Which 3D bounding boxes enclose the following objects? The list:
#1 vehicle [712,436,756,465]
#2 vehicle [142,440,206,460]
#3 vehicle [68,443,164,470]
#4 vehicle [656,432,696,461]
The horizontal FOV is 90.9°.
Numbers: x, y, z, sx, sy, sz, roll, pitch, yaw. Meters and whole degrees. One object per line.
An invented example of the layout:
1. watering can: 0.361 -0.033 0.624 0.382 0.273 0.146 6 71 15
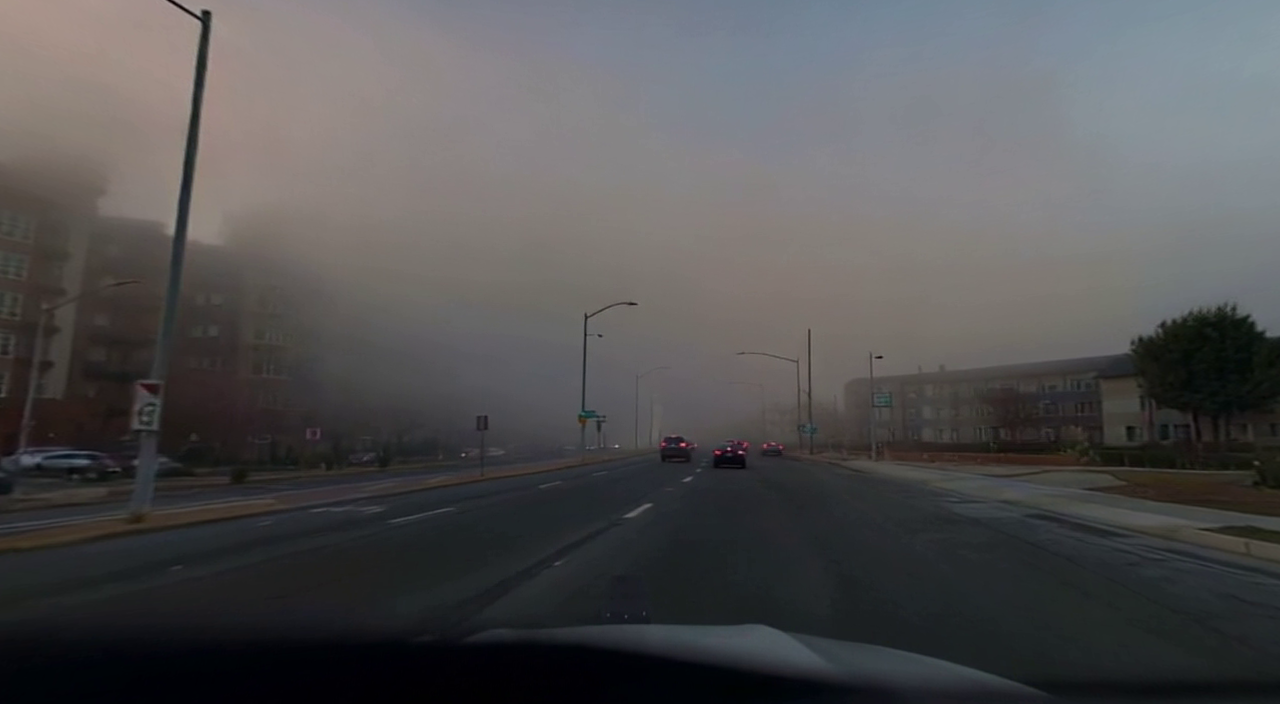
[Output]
1. vehicle: 5.002 5.317 34.093 2.041 1.444 4.710 -1 -8 4
2. vehicle: -35.615 7.487 48.220 3.833 1.487 1.764 -2 -9 13
3. vehicle: -30.784 6.097 37.023 4.431 1.510 1.947 -2 -9 13
4. vehicle: 2.310 5.901 39.331 2.031 1.692 4.284 -1 -8 9
